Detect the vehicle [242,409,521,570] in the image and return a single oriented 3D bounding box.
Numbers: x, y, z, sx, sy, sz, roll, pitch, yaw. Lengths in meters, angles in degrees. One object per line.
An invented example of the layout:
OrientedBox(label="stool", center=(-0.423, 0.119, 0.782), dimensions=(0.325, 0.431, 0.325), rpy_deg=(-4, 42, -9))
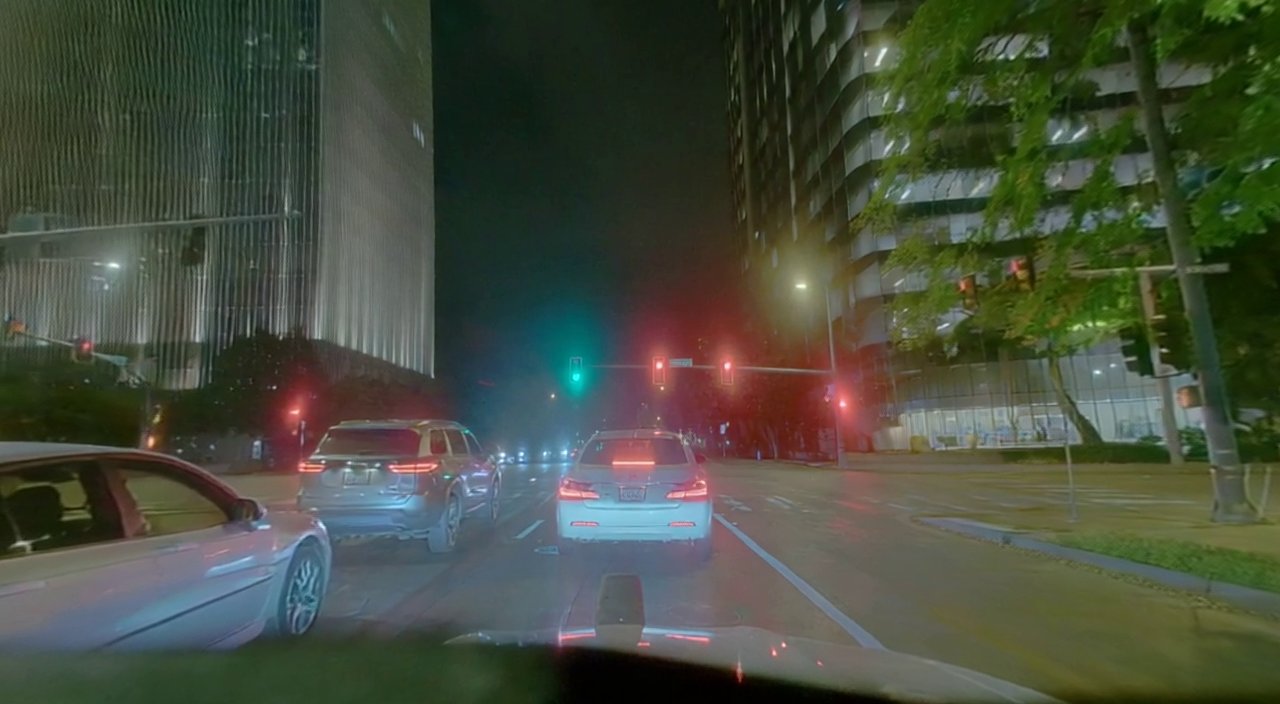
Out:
OrientedBox(label="vehicle", center=(-3.192, 1.800, 9.055), dimensions=(2.081, 1.719, 4.434), rpy_deg=(0, -8, 0))

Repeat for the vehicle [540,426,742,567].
OrientedBox(label="vehicle", center=(0.008, 1.863, 8.884), dimensions=(2.190, 1.522, 3.850), rpy_deg=(0, -8, 0))
